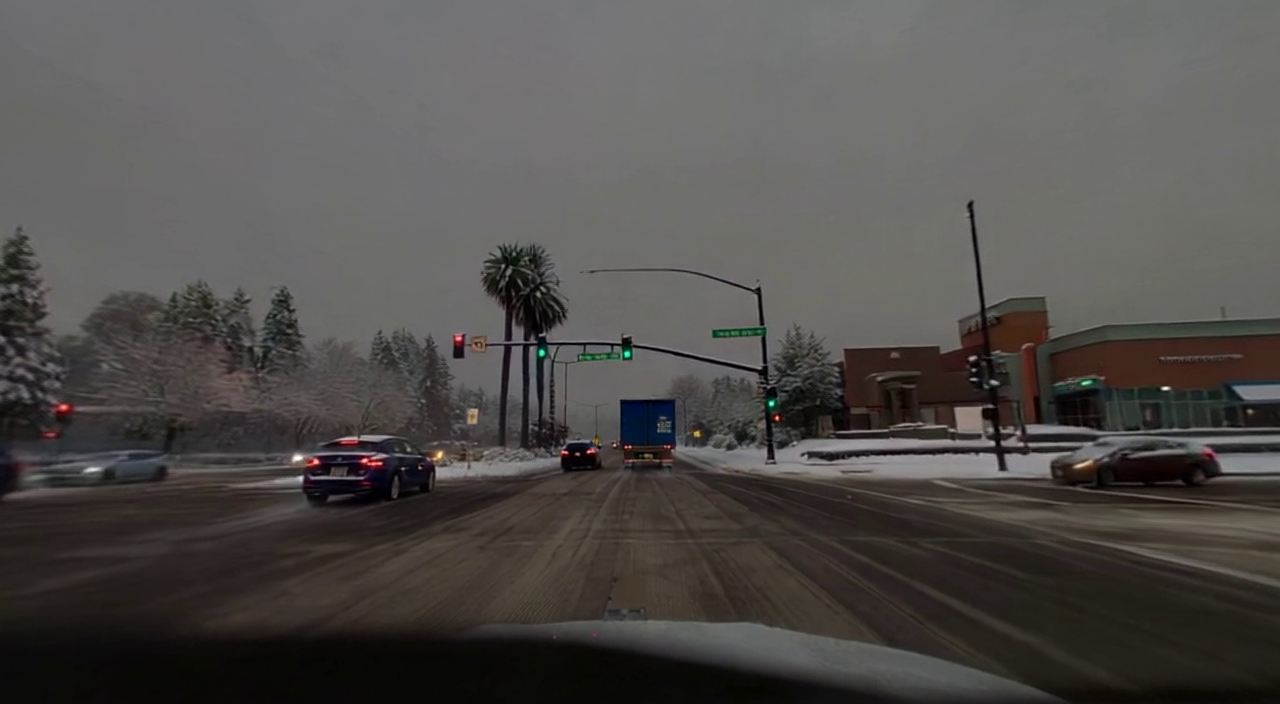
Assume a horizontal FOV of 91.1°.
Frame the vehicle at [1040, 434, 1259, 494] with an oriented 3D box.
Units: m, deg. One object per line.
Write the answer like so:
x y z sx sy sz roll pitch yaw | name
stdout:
14.671 3.272 18.310 4.568 1.485 1.936 -2 -11 0 | vehicle

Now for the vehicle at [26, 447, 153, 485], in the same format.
-24.717 5.102 28.442 1.897 1.606 4.160 0 -9 1 | vehicle

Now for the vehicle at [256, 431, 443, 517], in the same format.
-6.373 2.722 14.538 2.045 1.630 4.680 0 -9 0 | vehicle

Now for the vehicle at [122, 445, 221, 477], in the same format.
-27.849 6.480 37.569 2.006 1.791 4.944 0 -9 1 | vehicle

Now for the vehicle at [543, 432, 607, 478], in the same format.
-2.785 4.550 27.989 2.178 1.826 4.933 0 -9 2 | vehicle

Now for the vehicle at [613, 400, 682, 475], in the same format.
0.352 4.246 30.890 2.993 3.235 6.692 0 -9 1 | vehicle
